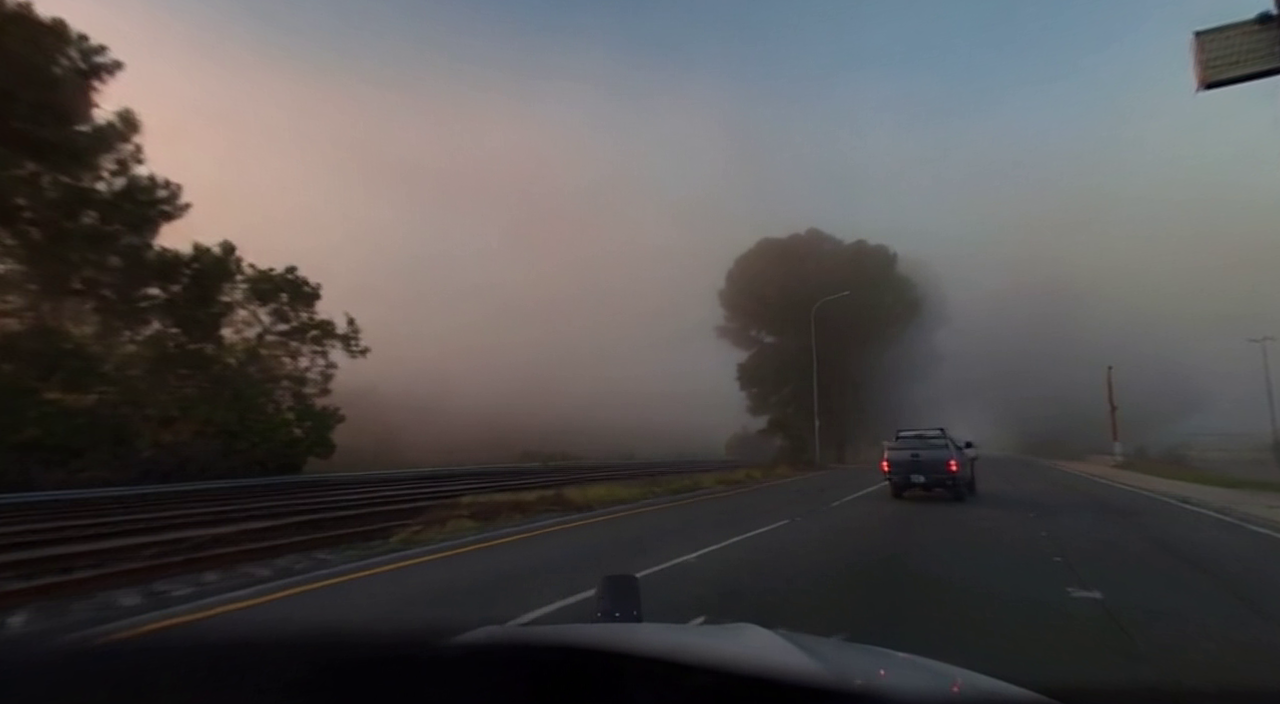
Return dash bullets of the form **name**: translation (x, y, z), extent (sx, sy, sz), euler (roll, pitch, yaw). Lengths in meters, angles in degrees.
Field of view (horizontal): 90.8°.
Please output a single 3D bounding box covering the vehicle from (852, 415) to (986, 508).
- **vehicle**: translation (7.254, 2.667, 16.052), extent (2.404, 1.926, 5.251), euler (-5, -9, 30)
